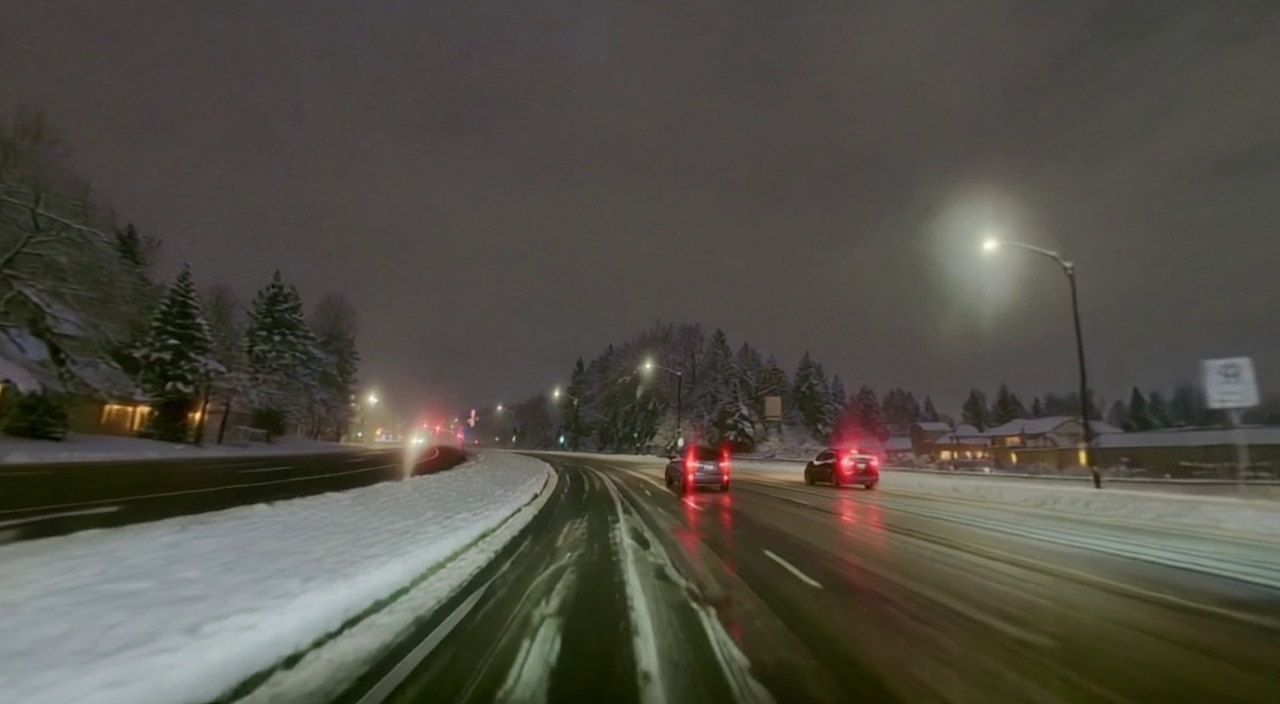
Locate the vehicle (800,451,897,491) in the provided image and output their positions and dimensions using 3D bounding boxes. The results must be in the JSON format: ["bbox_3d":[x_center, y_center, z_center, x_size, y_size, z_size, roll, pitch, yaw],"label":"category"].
[{"bbox_3d":[8.491,4.862,26.282,1.940,1.460,4.652,1,-9,-8],"label":"vehicle"}]

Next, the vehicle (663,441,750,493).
[{"bbox_3d":[2.244,4.043,22.714,2.122,1.646,4.525,1,-9,-7],"label":"vehicle"}]
